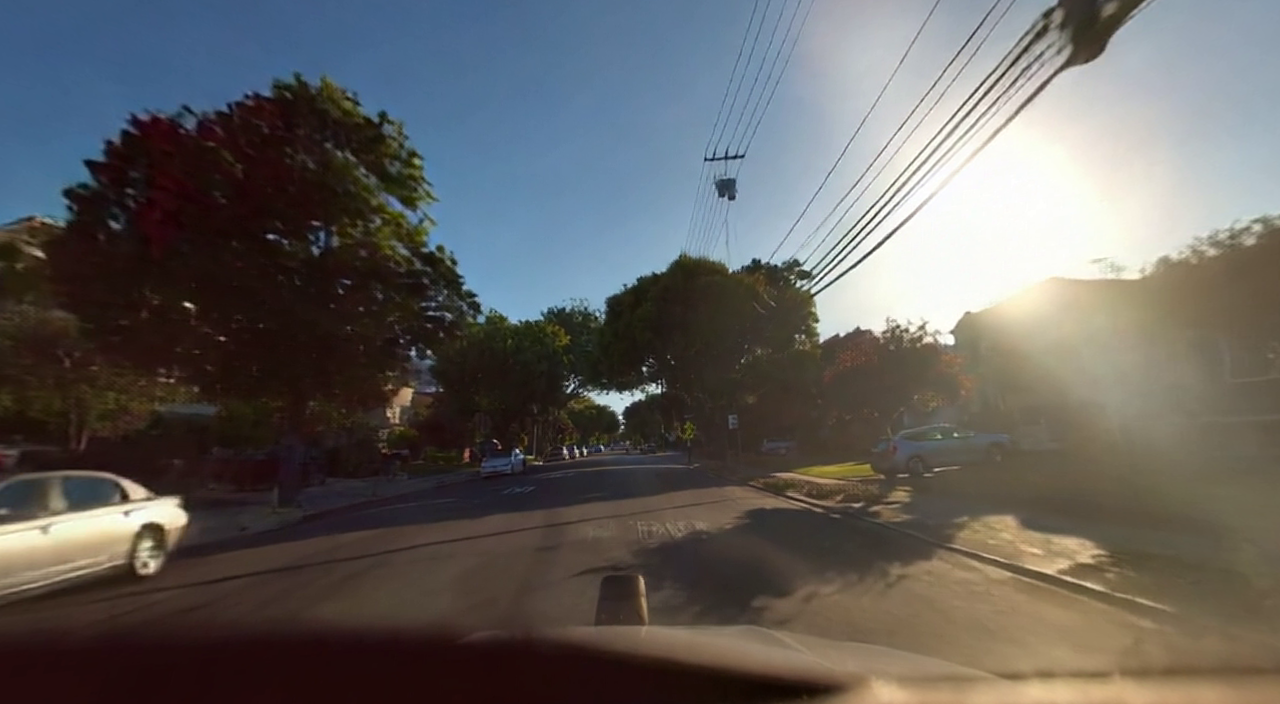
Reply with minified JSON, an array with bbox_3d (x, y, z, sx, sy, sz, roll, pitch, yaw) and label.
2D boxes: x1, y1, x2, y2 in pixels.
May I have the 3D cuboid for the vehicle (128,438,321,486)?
[{"bbox_3d":[-14.822,3.936,22.807,5.395,1.615,2.132,0,-9,-2],"label":"vehicle"}]

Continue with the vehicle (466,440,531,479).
[{"bbox_3d":[-7.064,5.441,32.179,2.162,1.757,5.201,-2,-9,-1],"label":"vehicle"}]

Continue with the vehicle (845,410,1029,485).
[{"bbox_3d":[9.599,3.096,20.679,4.822,1.864,2.100,-4,-8,-6],"label":"vehicle"}]

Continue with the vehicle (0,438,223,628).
[{"bbox_3d":[-6.342,1.657,5.789,2.022,1.550,4.669,-4,-8,-2],"label":"vehicle"}]

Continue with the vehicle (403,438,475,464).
[{"bbox_3d":[-14.827,7.328,46.845,4.543,1.824,2.379,0,-9,-3],"label":"vehicle"}]
